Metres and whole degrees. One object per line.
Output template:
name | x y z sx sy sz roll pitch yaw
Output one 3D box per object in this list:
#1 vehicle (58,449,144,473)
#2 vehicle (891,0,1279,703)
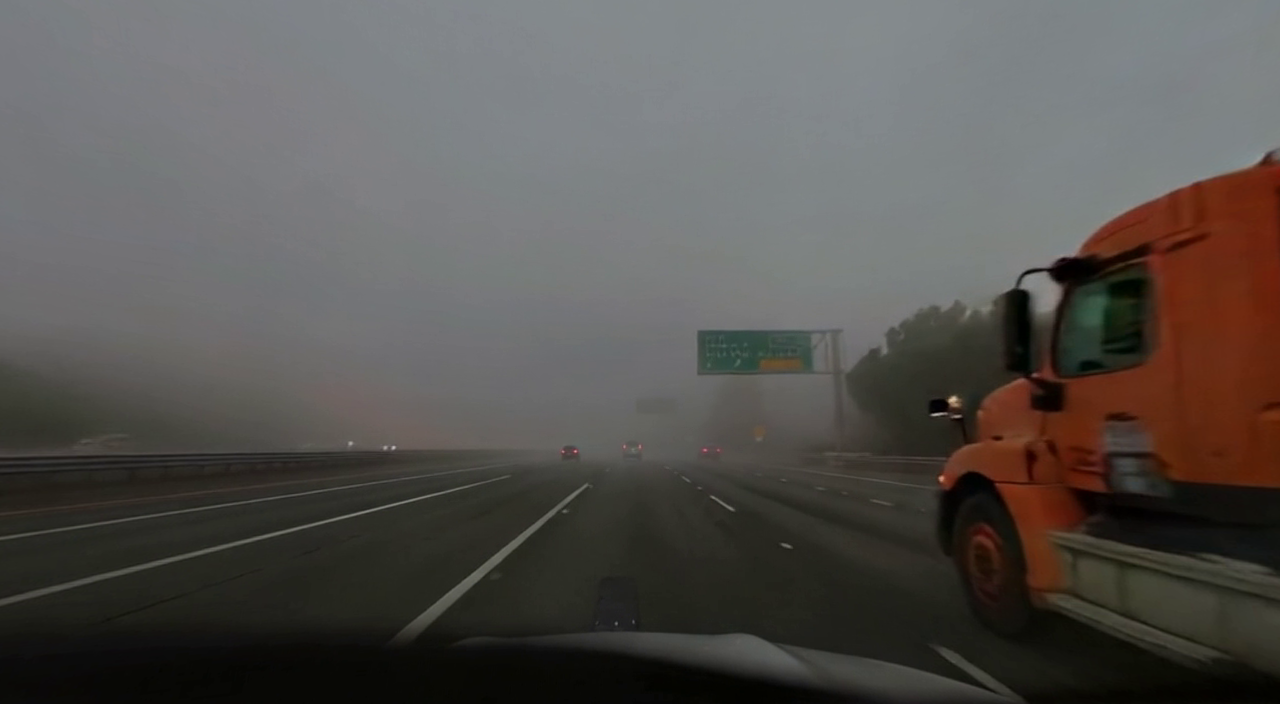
vehicle | -34.223 6.914 40.278 1.762 1.449 4.199 0 -9 -1
vehicle | 3.990 -0.240 0.774 2.966 3.586 10.563 0 -8 0
